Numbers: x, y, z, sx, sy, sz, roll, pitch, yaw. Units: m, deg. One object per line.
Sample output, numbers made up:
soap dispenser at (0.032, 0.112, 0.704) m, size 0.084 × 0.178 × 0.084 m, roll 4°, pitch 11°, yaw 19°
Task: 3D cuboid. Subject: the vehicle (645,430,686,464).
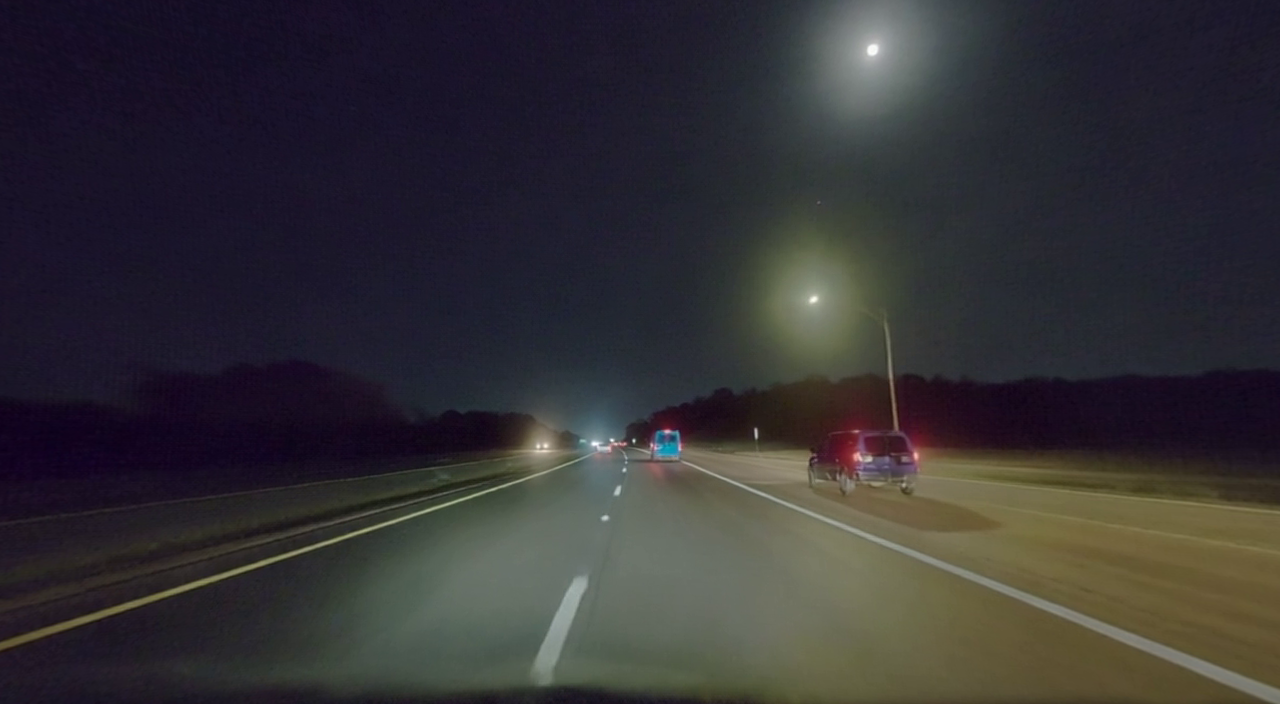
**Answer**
vehicle at (1.592, 6.119, 40.753) m, size 2.269 × 2.048 × 4.679 m, roll 0°, pitch -8°, yaw -2°
